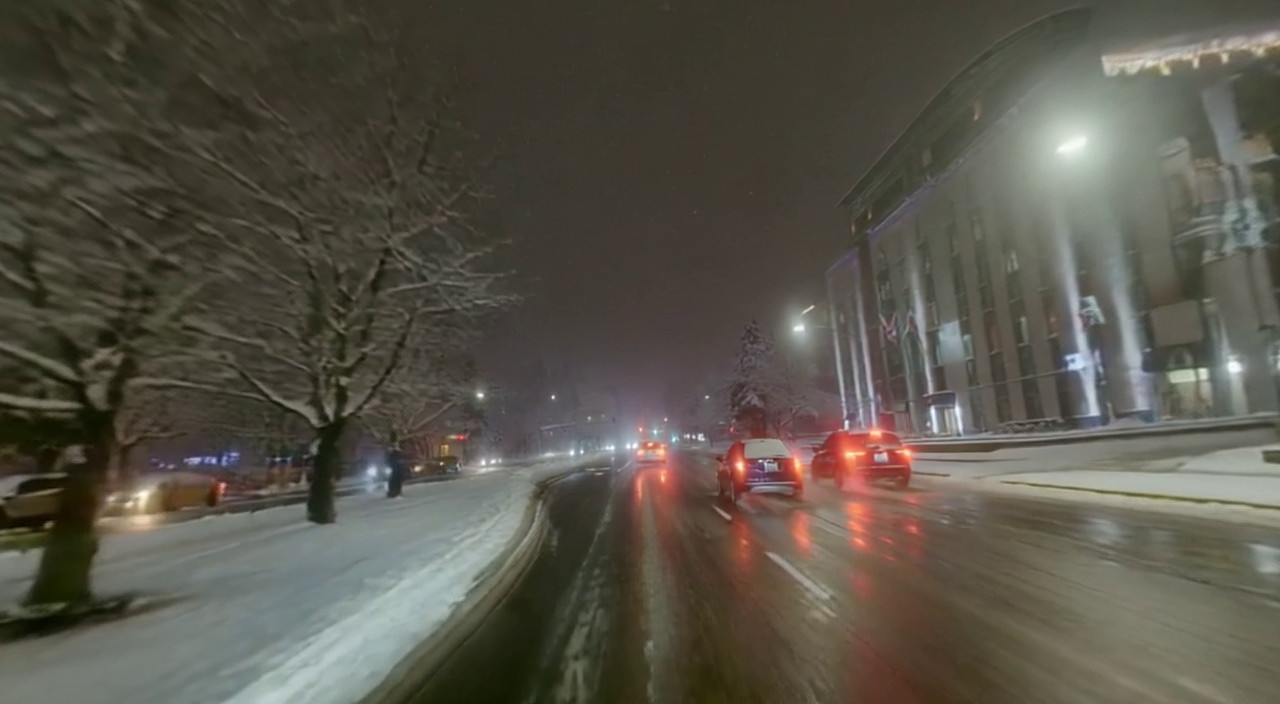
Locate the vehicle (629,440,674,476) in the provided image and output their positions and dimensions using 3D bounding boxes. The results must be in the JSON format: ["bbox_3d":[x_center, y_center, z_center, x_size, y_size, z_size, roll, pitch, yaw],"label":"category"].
[{"bbox_3d":[0.509,5.249,31.455,2.125,1.669,3.880,0,-8,-1],"label":"vehicle"}]

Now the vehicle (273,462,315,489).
[{"bbox_3d":[-24.706,8.793,45.136,2.076,1.688,4.635,3,-9,-22],"label":"vehicle"}]

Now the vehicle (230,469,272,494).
[{"bbox_3d":[-27.513,9.146,44.679,1.989,1.476,4.088,4,-9,-25],"label":"vehicle"}]

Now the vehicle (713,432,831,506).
[{"bbox_3d":[3.180,2.911,16.215,1.931,1.591,4.708,0,-8,-1],"label":"vehicle"}]

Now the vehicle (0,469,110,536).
[{"bbox_3d":[-18.707,4.433,18.737,2.049,1.678,4.376,0,-8,0],"label":"vehicle"}]

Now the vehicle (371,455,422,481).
[{"bbox_3d":[-18.123,8.650,47.183,1.954,1.779,4.635,0,-8,0],"label":"vehicle"}]

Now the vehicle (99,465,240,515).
[{"bbox_3d":[-18.577,5.423,25.233,1.956,1.647,4.643,0,-8,1],"label":"vehicle"}]

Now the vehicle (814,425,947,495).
[{"bbox_3d":[6.815,3.103,18.512,1.963,1.783,4.722,0,-8,-1],"label":"vehicle"}]
